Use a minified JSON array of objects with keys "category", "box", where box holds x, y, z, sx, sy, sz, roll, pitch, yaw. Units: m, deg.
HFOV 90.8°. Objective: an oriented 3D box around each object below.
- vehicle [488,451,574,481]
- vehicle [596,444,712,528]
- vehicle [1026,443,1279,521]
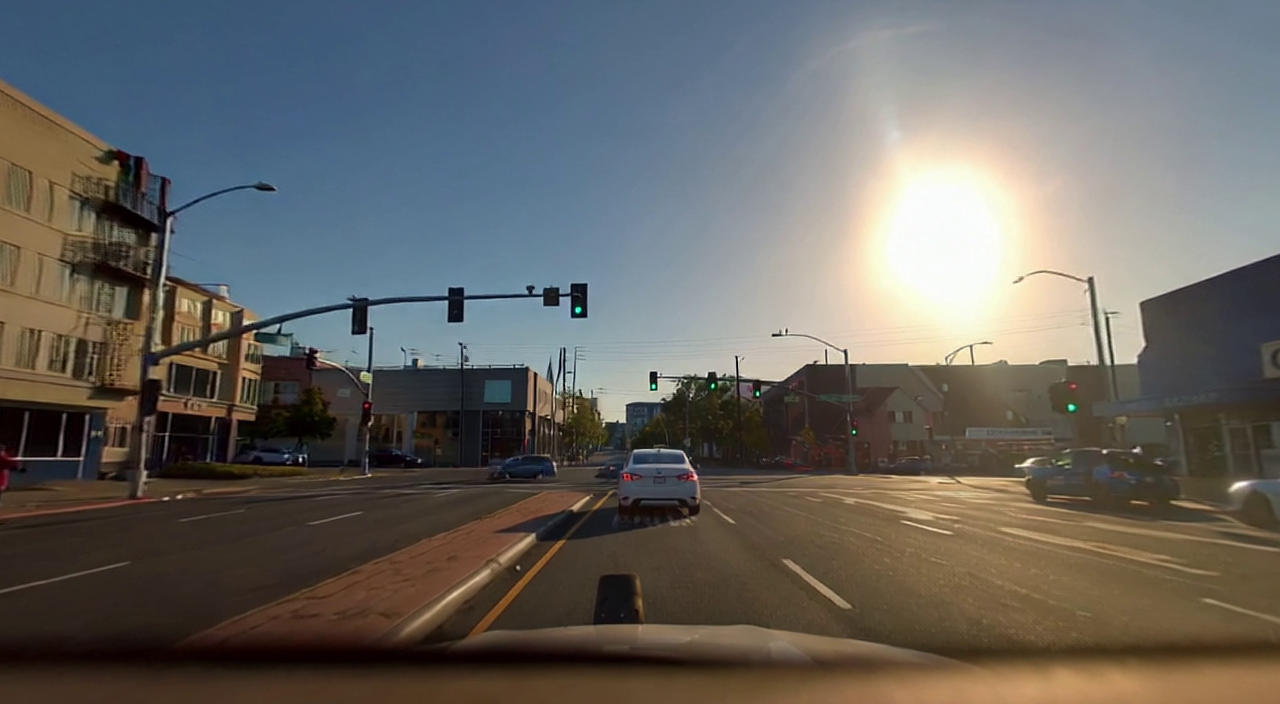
[{"category":"vehicle","box":[-5.854,6.038,33.693,4.531,1.434,1.841,-6,-11,35]},{"category":"vehicle","box":[0.314,2.731,13.471,2.067,1.471,4.241,0,-9,2]},{"category":"vehicle","box":[14.047,3.533,17.916,2.309,1.819,5.793,0,-9,-3]}]
